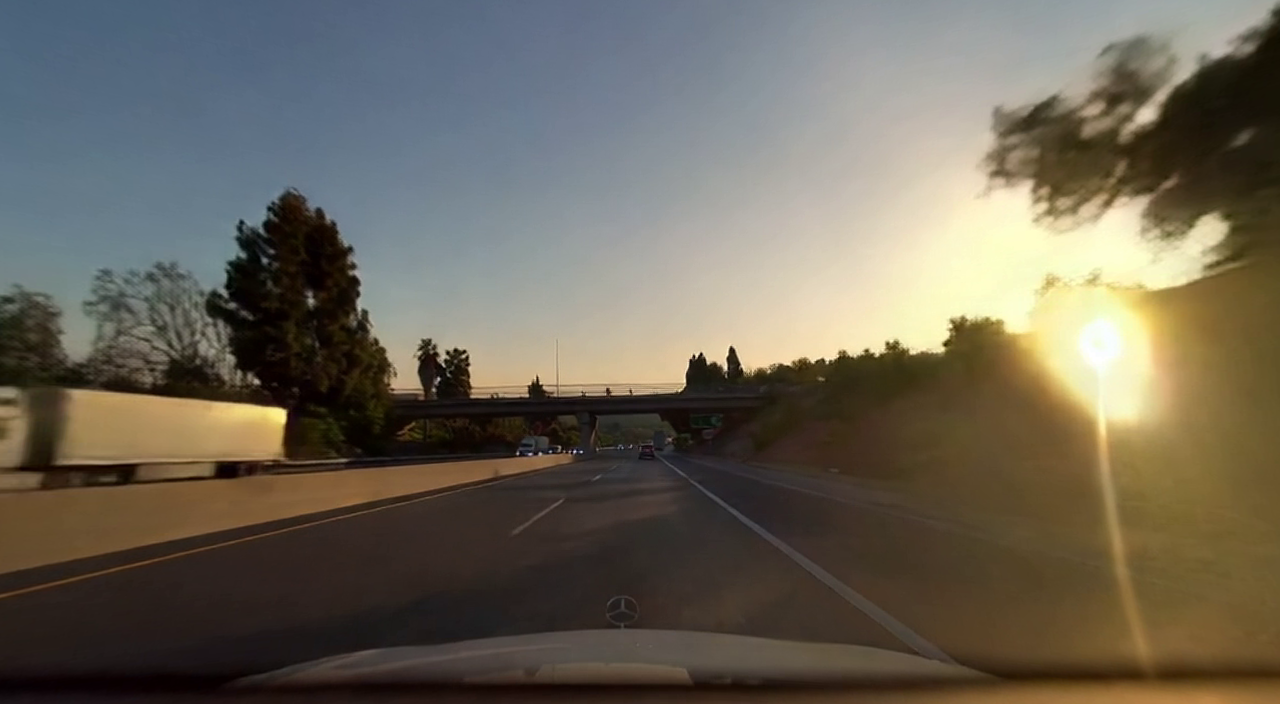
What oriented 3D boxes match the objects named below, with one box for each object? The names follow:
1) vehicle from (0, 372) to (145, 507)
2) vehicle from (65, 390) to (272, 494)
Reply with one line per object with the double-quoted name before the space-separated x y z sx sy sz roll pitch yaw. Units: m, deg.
"vehicle" -21.039 2.720 19.529 2.990 4.070 10.171 0 -9 0
"vehicle" -21.030 4.218 29.106 2.840 4.071 8.380 0 -9 0
